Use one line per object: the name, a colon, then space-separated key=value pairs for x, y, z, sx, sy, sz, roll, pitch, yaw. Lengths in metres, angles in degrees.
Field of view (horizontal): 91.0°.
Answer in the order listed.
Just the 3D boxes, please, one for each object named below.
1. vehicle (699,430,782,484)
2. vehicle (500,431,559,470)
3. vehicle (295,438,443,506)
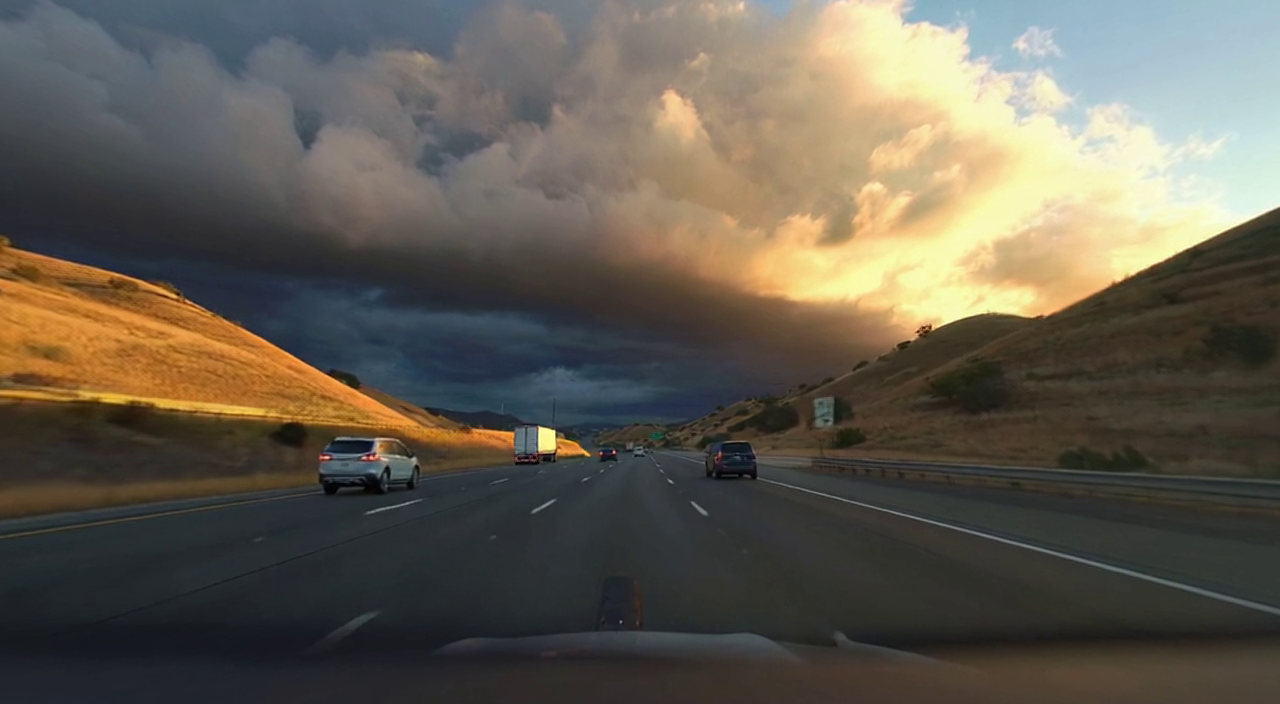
vehicle: x=3.594 y=3.892 z=23.510 sx=2.231 sy=1.789 sz=4.700 roll=0 pitch=-9 yaw=-1
vehicle: x=-7.724 y=7.006 z=44.920 sx=2.937 sy=2.509 sz=7.090 roll=0 pitch=-9 yaw=0
vehicle: x=-7.066 y=3.161 z=17.109 sx=1.935 sy=1.550 sz=4.883 roll=0 pitch=-9 yaw=-1
